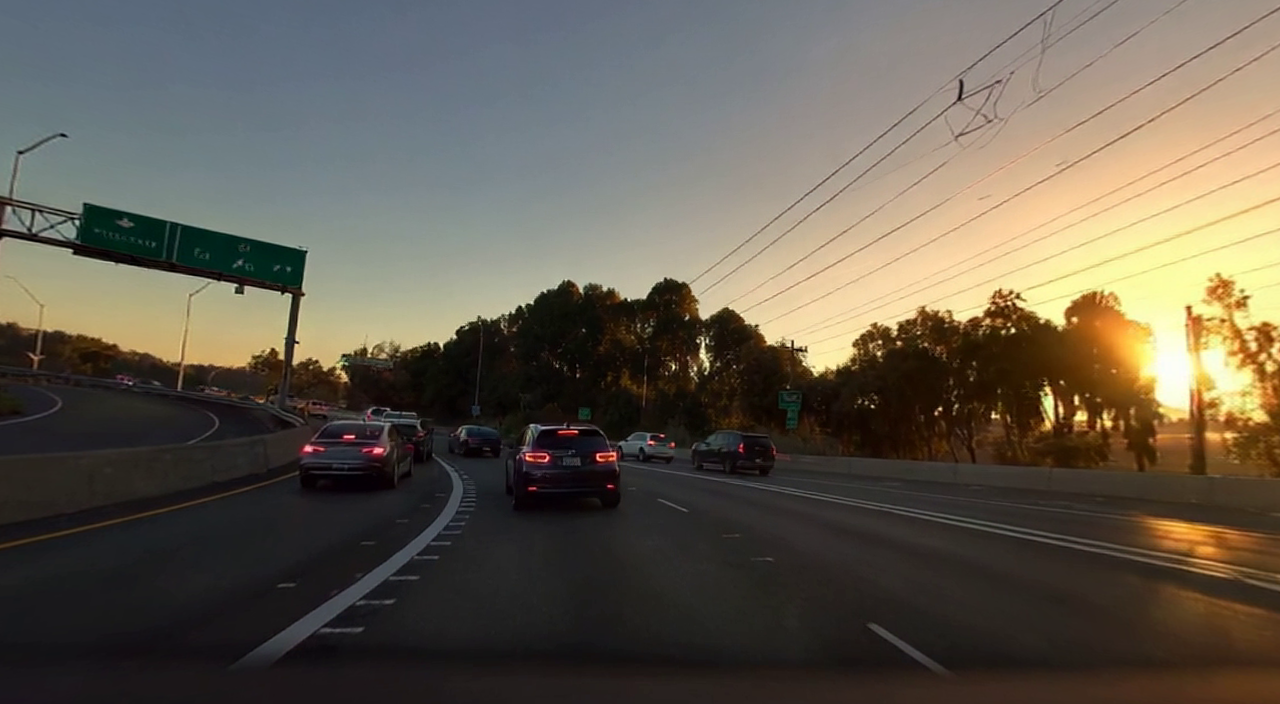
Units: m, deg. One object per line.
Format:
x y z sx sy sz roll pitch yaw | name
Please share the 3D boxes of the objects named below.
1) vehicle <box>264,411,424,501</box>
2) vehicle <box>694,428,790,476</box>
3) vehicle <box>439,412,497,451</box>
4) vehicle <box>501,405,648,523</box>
-5.831 2.103 13.106 2.033 1.501 4.623 2 -9 -13 | vehicle
4.153 4.195 26.628 2.079 1.807 4.682 2 -9 -17 | vehicle
-8.859 4.104 32.215 2.042 1.817 4.650 4 -9 -25 | vehicle
-1.412 1.981 11.646 2.140 1.724 4.304 2 -9 -13 | vehicle
